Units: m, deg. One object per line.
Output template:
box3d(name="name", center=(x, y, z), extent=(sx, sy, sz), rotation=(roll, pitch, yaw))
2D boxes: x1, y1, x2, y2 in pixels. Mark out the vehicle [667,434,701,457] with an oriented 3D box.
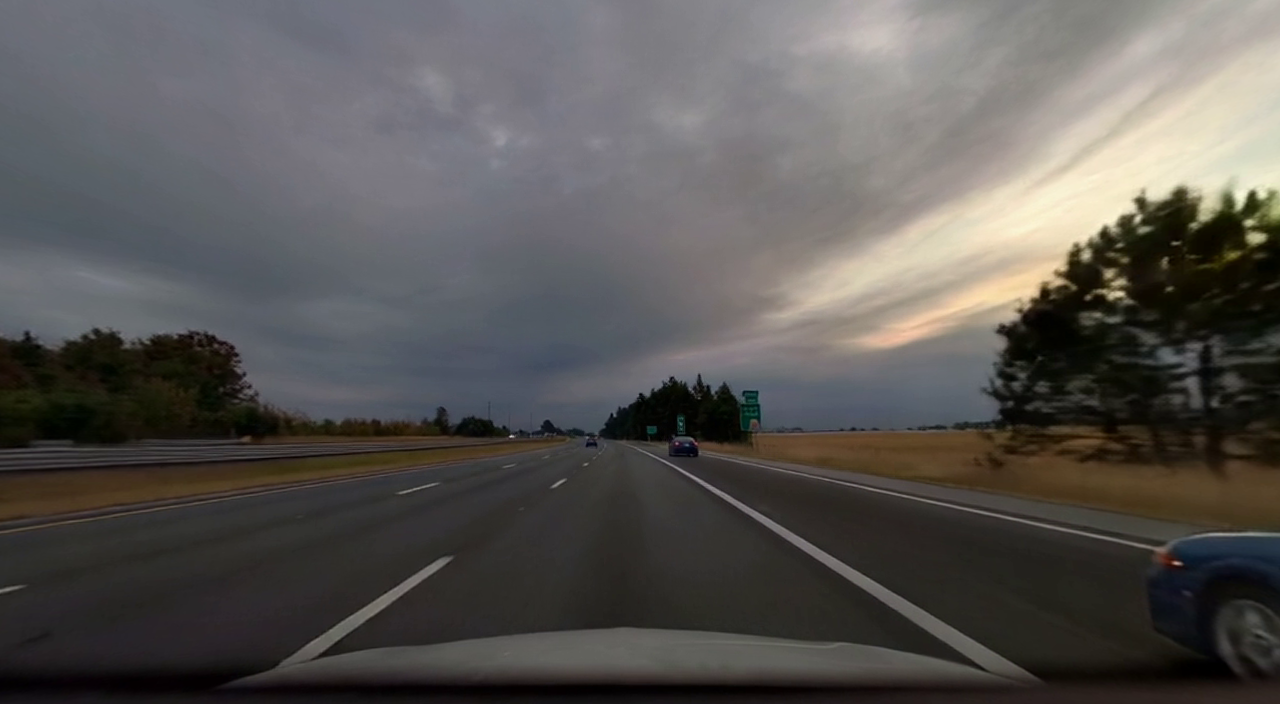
box3d(name="vehicle", center=(3.286, 7.030, 47.636), extent=(2.084, 1.614, 4.762), rotation=(0, -8, -2))
